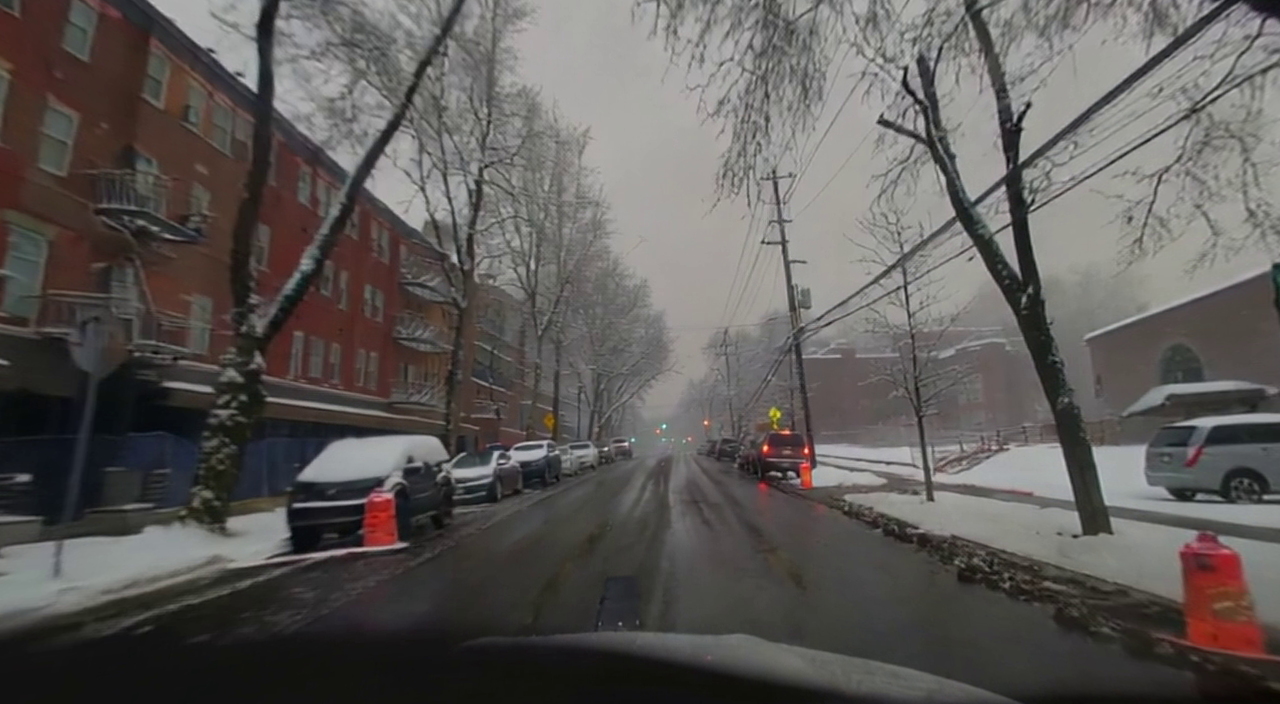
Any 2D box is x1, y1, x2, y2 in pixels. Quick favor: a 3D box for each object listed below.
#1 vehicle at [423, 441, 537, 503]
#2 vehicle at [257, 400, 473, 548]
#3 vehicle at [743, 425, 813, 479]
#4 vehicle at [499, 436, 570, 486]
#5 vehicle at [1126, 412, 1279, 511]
[{"bbox_3d":[-4.350,3.421,17.981,1.967,1.483,4.347,-2,-11,2],"label":"vehicle"},{"bbox_3d":[-4.672,2.121,11.512,1.894,2.186,3.901,-1,-9,5],"label":"vehicle"},{"bbox_3d":[5.555,4.219,26.090,1.994,1.857,4.393,2,-12,1],"label":"vehicle"},{"bbox_3d":[-3.926,4.124,24.191,1.996,1.695,4.127,0,-9,0],"label":"vehicle"},{"bbox_3d":[13.993,2.327,13.879,4.585,1.977,2.170,-3,-8,10],"label":"vehicle"}]
